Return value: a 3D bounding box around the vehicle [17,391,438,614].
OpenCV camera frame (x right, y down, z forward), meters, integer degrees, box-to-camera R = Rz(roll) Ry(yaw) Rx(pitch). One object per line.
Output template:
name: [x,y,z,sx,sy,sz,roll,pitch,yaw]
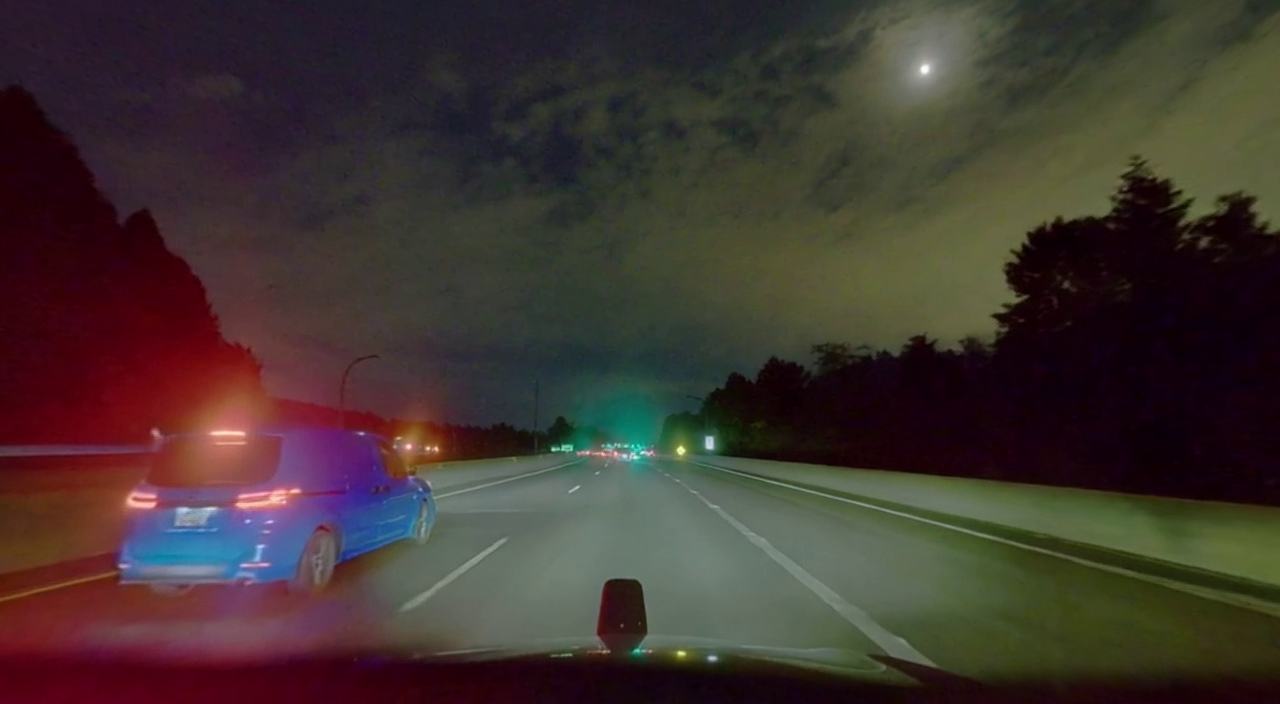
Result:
vehicle: [-4.065,1.554,7.385,1.971,1.795,4.389,0,-9,-1]
